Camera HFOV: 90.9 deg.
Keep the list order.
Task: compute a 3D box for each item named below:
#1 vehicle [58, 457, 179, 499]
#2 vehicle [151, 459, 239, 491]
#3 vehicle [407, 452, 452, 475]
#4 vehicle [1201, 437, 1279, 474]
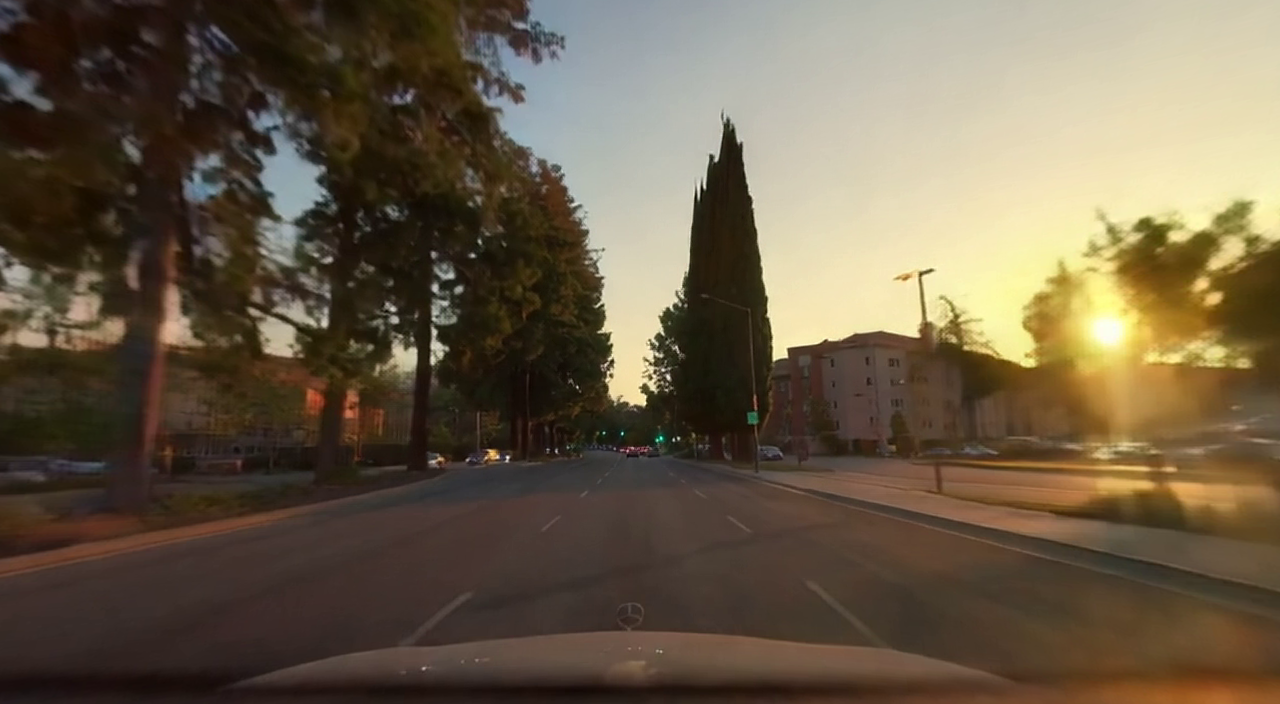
[{"bbox_3d":[-25.001,6.035,30.469,1.961,1.773,4.716,1,-9,-4],"label":"vehicle"},{"bbox_3d":[-25.089,6.906,35.725,1.864,1.640,4.217,1,-9,-1],"label":"vehicle"},{"bbox_3d":[-15.240,8.047,45.855,1.879,1.544,4.144,0,-9,-1],"label":"vehicle"},{"bbox_3d":[26.797,4.537,27.772,2.002,1.460,4.533,-5,-10,28],"label":"vehicle"}]
